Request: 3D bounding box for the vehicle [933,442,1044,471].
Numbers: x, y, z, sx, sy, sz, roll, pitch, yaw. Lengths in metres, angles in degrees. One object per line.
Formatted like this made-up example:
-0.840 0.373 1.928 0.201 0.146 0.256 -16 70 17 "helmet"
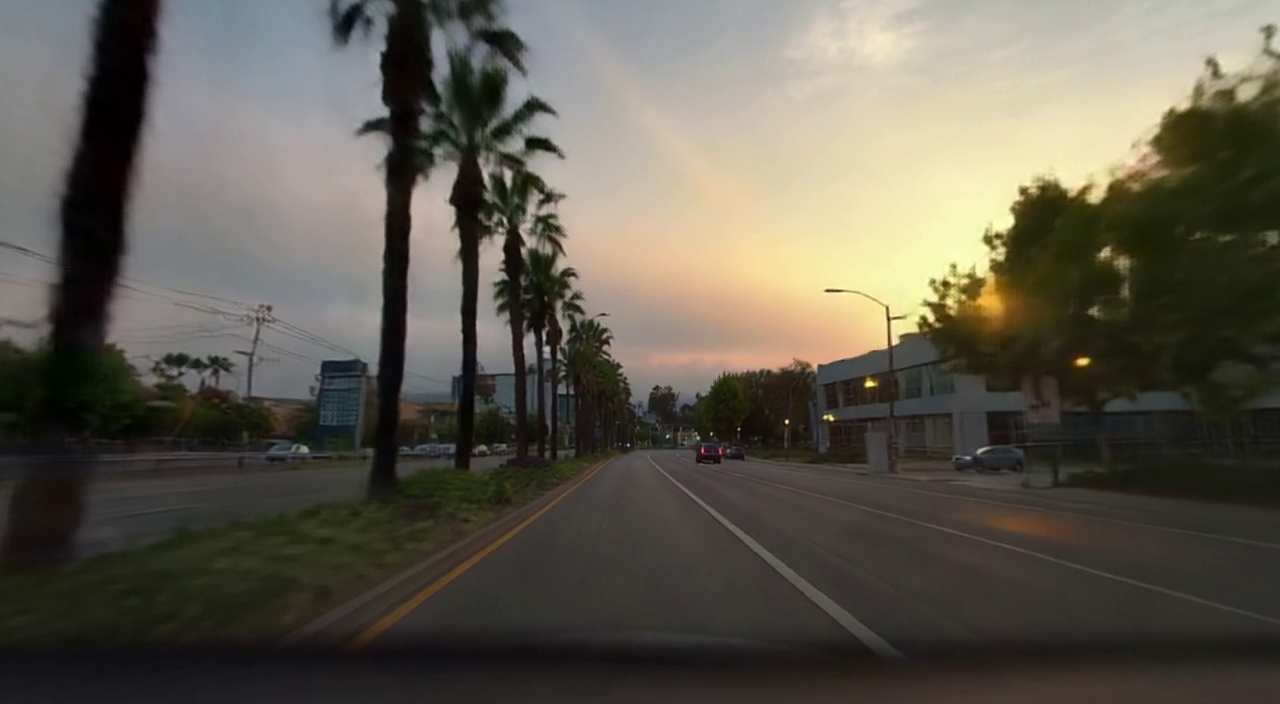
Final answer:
17.724 5.322 32.147 4.526 1.429 1.815 0 -8 2 "vehicle"
